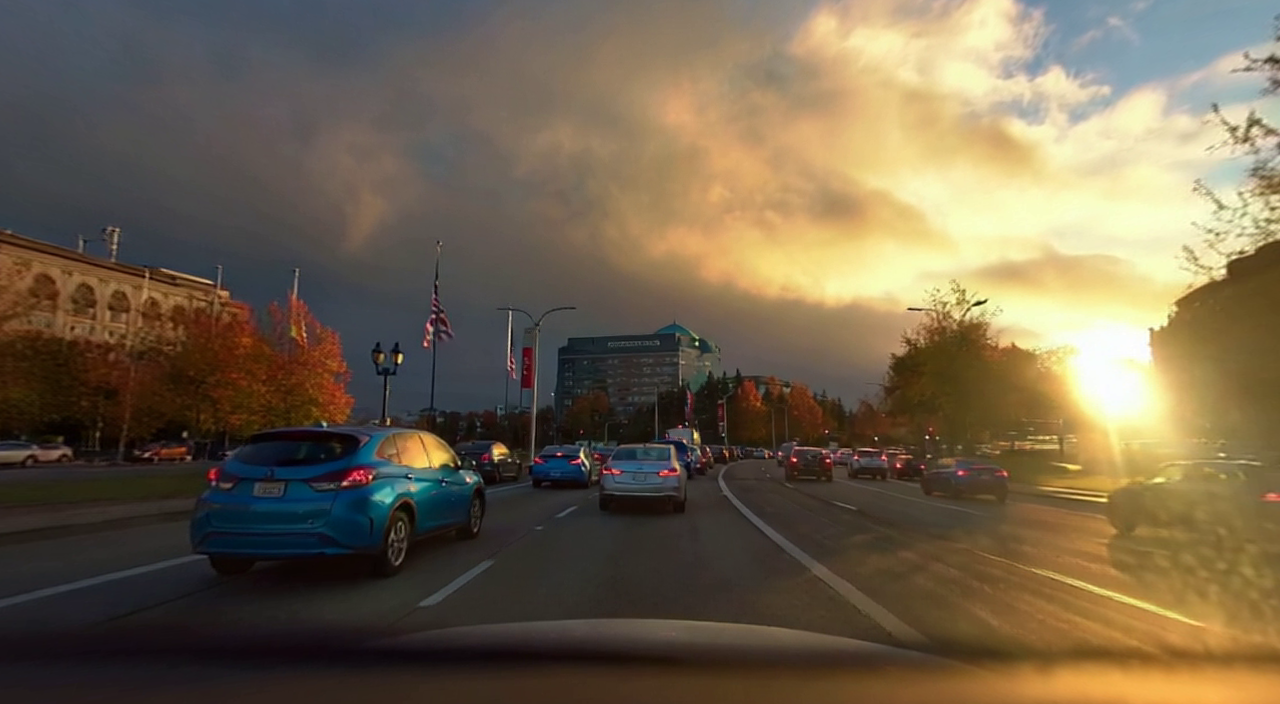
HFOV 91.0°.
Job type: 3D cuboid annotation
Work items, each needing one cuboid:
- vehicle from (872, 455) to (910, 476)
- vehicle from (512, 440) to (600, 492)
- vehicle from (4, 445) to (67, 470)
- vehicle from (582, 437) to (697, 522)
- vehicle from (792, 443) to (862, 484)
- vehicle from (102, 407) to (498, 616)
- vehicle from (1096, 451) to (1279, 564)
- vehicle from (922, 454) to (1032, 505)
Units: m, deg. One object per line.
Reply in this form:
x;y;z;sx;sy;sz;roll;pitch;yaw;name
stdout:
18.872;8.525;47.486;1.828;1.479;4.391;-1;-9;11;vehicle
-2.677;3.782;21.276;1.974;1.549;4.603;0;-9;5;vehicle
-40.155;6.999;41.839;3.667;1.465;1.735;-4;-5;24;vehicle
0.143;2.651;13.660;2.090;1.506;4.276;0;-9;4;vehicle
7.700;4.598;26.339;1.944;1.544;4.301;0;-9;5;vehicle
-3.236;1.597;7.252;1.988;1.635;4.260;0;-9;3;vehicle
10.228;2.490;10.592;1.934;1.585;4.397;0;-9;3;vehicle
11.198;4.230;21.234;1.749;1.481;3.808;0;-9;3;vehicle
